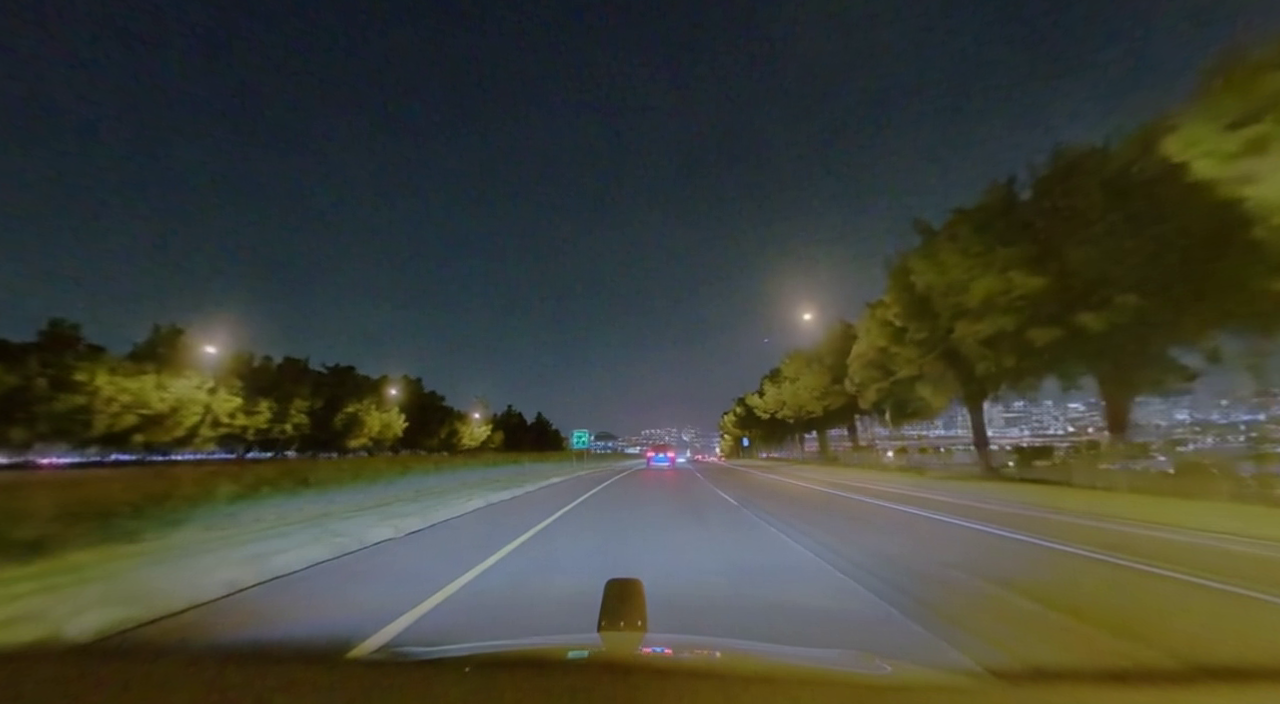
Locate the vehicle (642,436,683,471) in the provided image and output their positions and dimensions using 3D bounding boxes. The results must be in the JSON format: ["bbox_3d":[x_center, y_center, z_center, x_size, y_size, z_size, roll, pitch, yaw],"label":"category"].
[{"bbox_3d":[1.556,6.758,42.085,2.546,2.126,5.153,-1,-8,3],"label":"vehicle"}]
